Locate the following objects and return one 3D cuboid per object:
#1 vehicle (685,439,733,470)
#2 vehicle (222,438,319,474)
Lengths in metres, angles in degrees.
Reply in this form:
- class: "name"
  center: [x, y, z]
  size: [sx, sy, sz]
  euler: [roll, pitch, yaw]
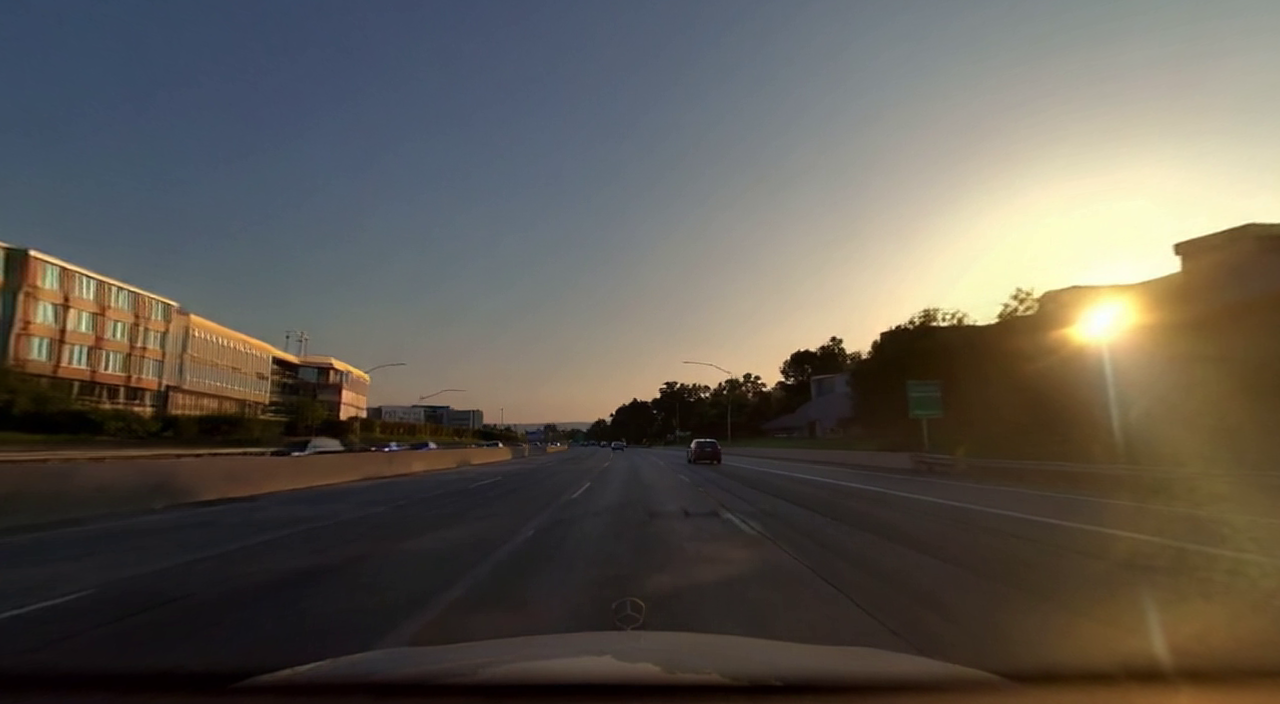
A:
- class: "vehicle"
  center: [3.495, 5.311, 32.716]
  size: [1.926, 1.477, 4.025]
  euler: [0, -8, -2]
- class: "vehicle"
  center: [-16.678, 4.708, 28.740]
  size: [1.976, 1.527, 4.047]
  euler: [0, -8, -1]
